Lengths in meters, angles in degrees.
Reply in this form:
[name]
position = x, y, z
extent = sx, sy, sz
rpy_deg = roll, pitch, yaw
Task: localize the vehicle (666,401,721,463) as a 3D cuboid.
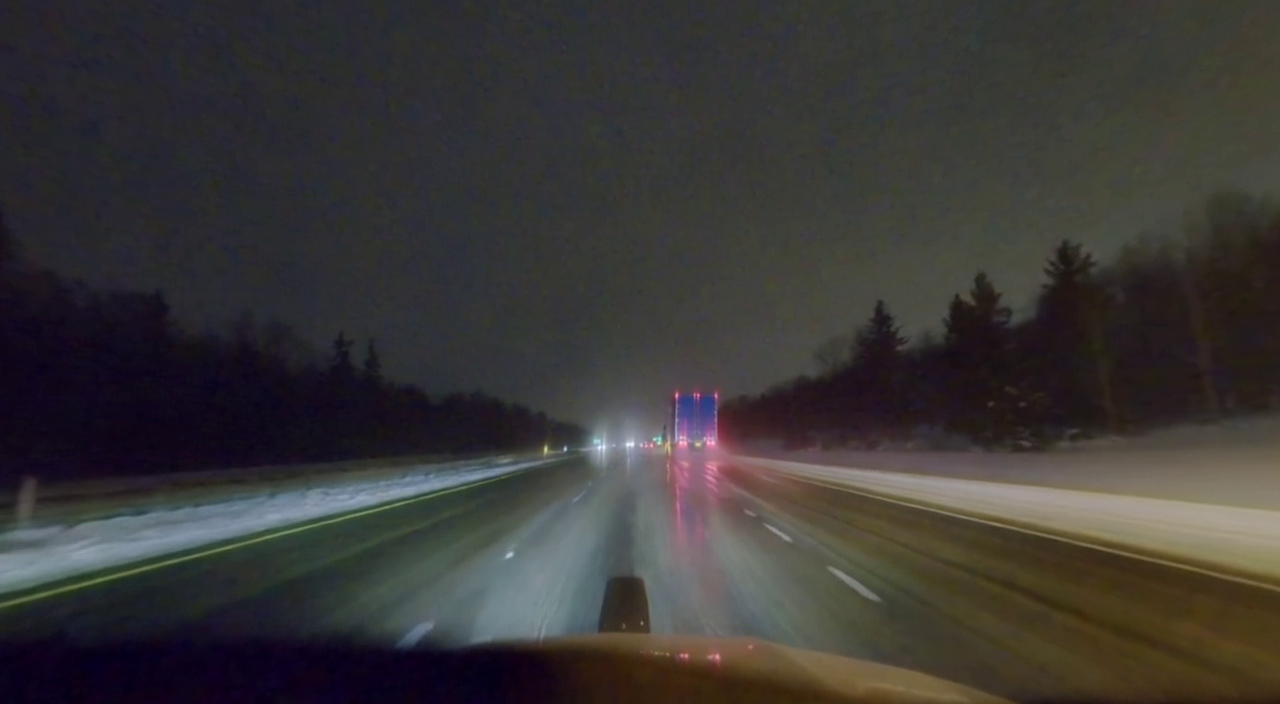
[vehicle]
position = 3.871, 6.343, 48.862
extent = 2.933, 4.100, 14.317
rpy_deg = 0, -8, 0
